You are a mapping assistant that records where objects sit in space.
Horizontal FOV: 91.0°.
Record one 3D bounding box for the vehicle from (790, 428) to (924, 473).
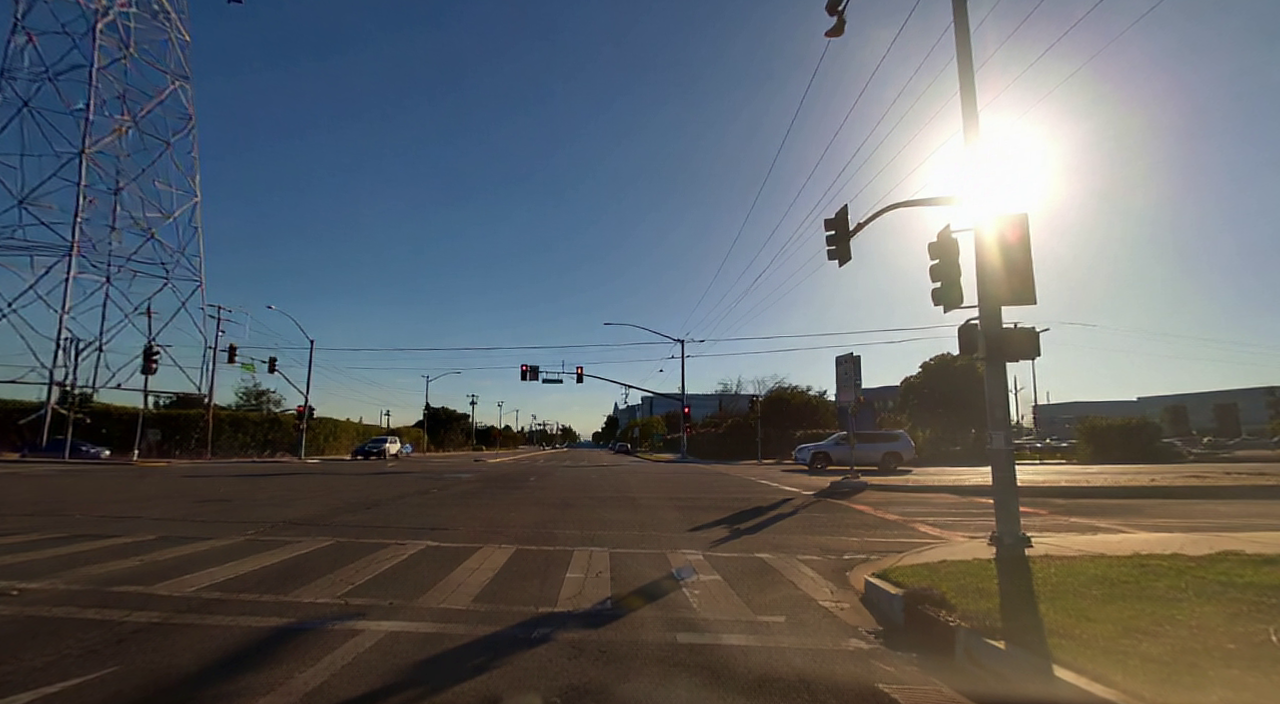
[{"bbox_3d":[8.706,4.013,25.722,4.884,1.714,2.021,-2,-9,12],"label":"vehicle"}]
